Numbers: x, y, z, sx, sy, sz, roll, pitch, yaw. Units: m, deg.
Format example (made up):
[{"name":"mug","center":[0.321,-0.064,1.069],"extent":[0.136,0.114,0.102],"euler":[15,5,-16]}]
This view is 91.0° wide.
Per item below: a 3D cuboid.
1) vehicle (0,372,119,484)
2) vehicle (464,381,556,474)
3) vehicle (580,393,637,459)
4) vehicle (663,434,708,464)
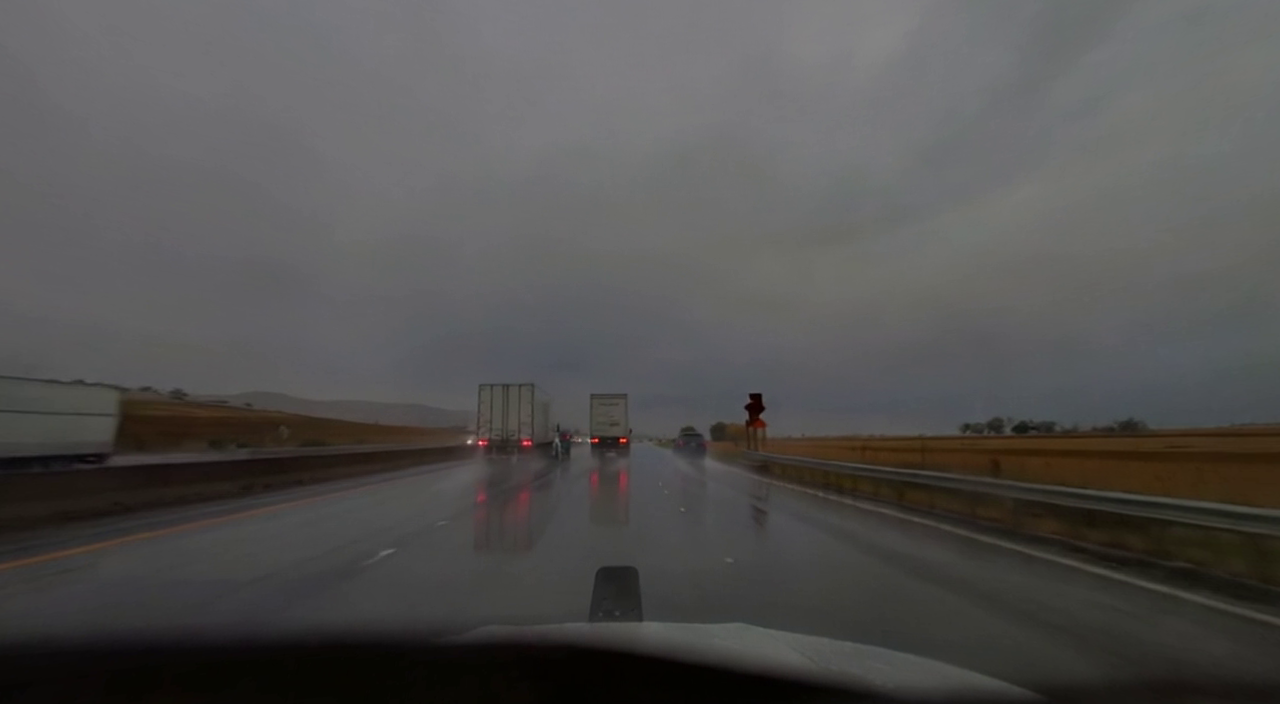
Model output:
[{"name":"vehicle","center":[-24.976,2.542,21.376],"extent":[2.894,4.071,14.117],"euler":[0,-8,-2]},{"name":"vehicle","center":[-5.298,3.282,26.953],"extent":[2.728,3.405,7.096],"euler":[0,-8,-3]},{"name":"vehicle","center":[-2.513,5.756,47.431],"extent":[3.475,4.037,17.454],"euler":[0,-8,-4]},{"name":"vehicle","center":[2.290,4.985,32.499],"extent":[1.891,1.477,3.599],"euler":[0,-8,-3]}]
